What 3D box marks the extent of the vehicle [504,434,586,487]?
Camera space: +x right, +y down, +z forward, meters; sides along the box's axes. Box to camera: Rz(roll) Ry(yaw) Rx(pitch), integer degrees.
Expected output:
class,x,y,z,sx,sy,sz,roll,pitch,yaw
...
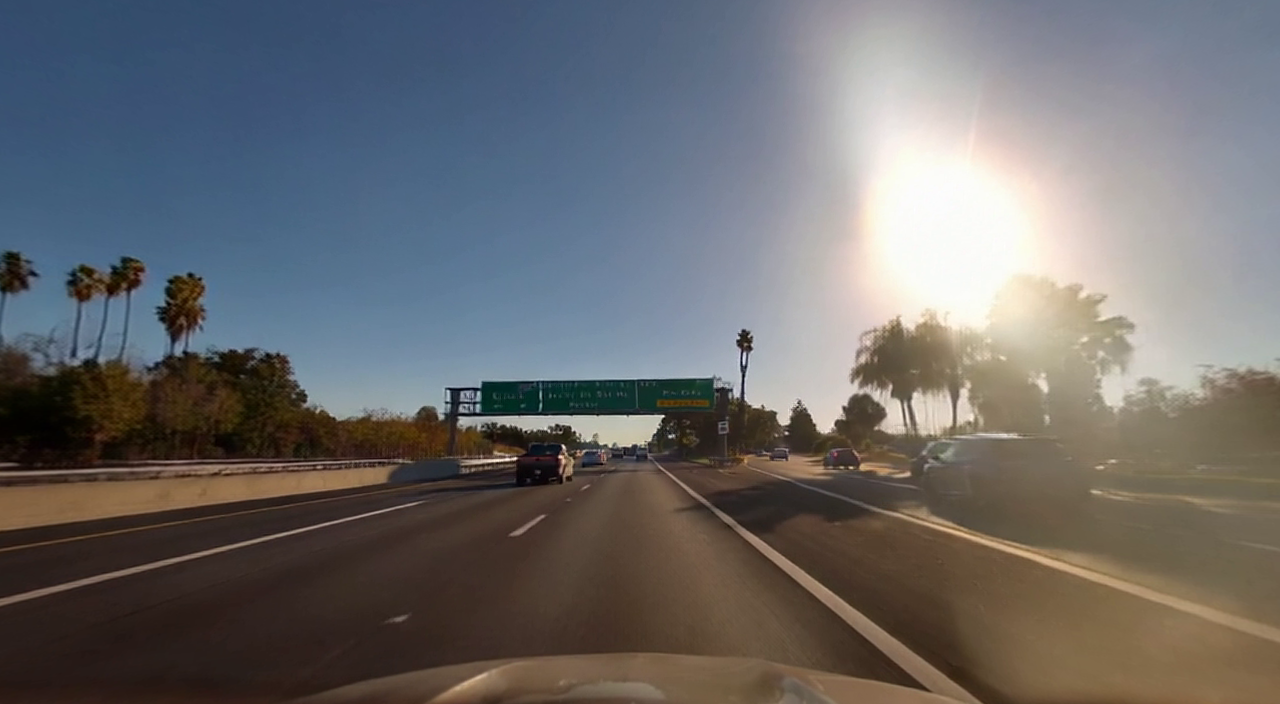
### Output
class,x,y,z,sx,sy,sz,roll,pitch,yaw
vehicle,-3.791,4.503,26.391,2.420,1.937,5.916,0,-9,1

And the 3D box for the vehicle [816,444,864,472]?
class,x,y,z,sx,sy,sz,roll,pitch,yaw
vehicle,13.623,7.239,43.201,1.991,1.755,4.836,-1,-9,3

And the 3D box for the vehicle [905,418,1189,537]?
class,x,y,z,sx,sy,sz,roll,pitch,yaw
vehicle,7.320,2.328,12.305,2.303,1.791,5.247,-1,-9,4
